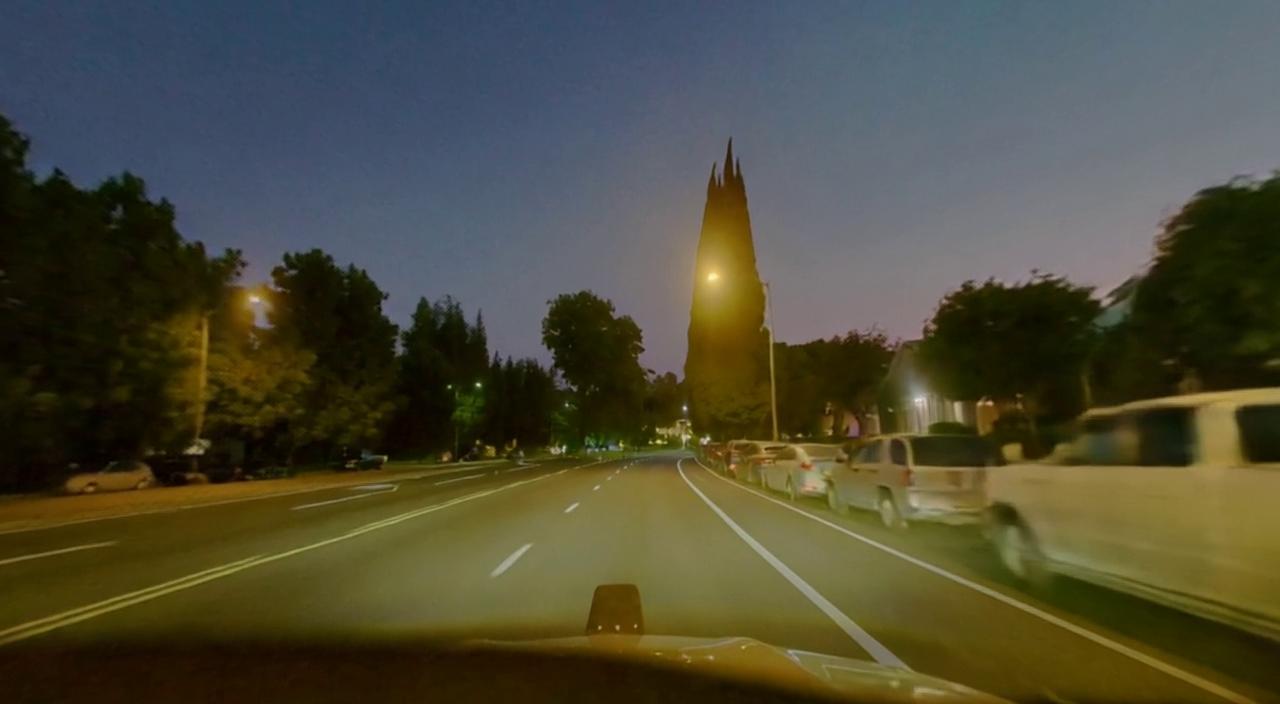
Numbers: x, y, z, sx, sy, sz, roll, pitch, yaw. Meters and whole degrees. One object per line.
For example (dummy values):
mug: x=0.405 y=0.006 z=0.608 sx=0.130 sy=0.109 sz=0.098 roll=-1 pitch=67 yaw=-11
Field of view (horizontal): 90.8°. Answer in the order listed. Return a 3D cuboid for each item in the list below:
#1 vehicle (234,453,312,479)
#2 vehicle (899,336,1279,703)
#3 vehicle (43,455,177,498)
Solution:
vehicle: x=-23.039 y=7.166 z=39.902 sx=1.915 sy=1.492 sz=4.565 roll=-1 pitch=-9 yaw=4
vehicle: x=4.102 y=1.076 z=4.558 sx=2.057 sy=1.846 sz=5.475 roll=0 pitch=-9 yaw=-1
vehicle: x=-23.566 y=5.508 z=28.393 sx=1.967 sy=1.467 sz=4.769 roll=-2 pitch=-7 yaw=0
